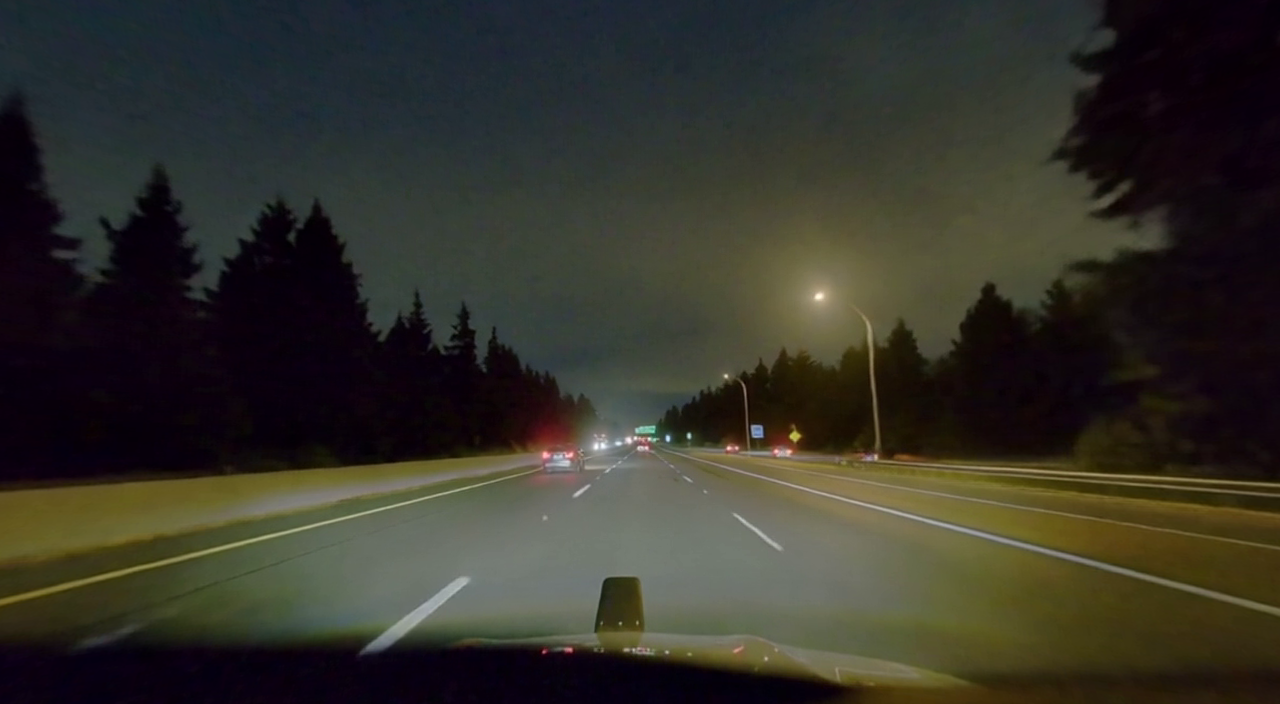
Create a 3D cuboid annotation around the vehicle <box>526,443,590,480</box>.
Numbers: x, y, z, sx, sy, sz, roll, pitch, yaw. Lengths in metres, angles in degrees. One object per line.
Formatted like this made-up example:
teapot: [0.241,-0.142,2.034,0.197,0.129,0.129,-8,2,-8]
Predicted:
vehicle: [-3.549,4.841,28.109,2.162,1.493,4.583,0,-9,1]
